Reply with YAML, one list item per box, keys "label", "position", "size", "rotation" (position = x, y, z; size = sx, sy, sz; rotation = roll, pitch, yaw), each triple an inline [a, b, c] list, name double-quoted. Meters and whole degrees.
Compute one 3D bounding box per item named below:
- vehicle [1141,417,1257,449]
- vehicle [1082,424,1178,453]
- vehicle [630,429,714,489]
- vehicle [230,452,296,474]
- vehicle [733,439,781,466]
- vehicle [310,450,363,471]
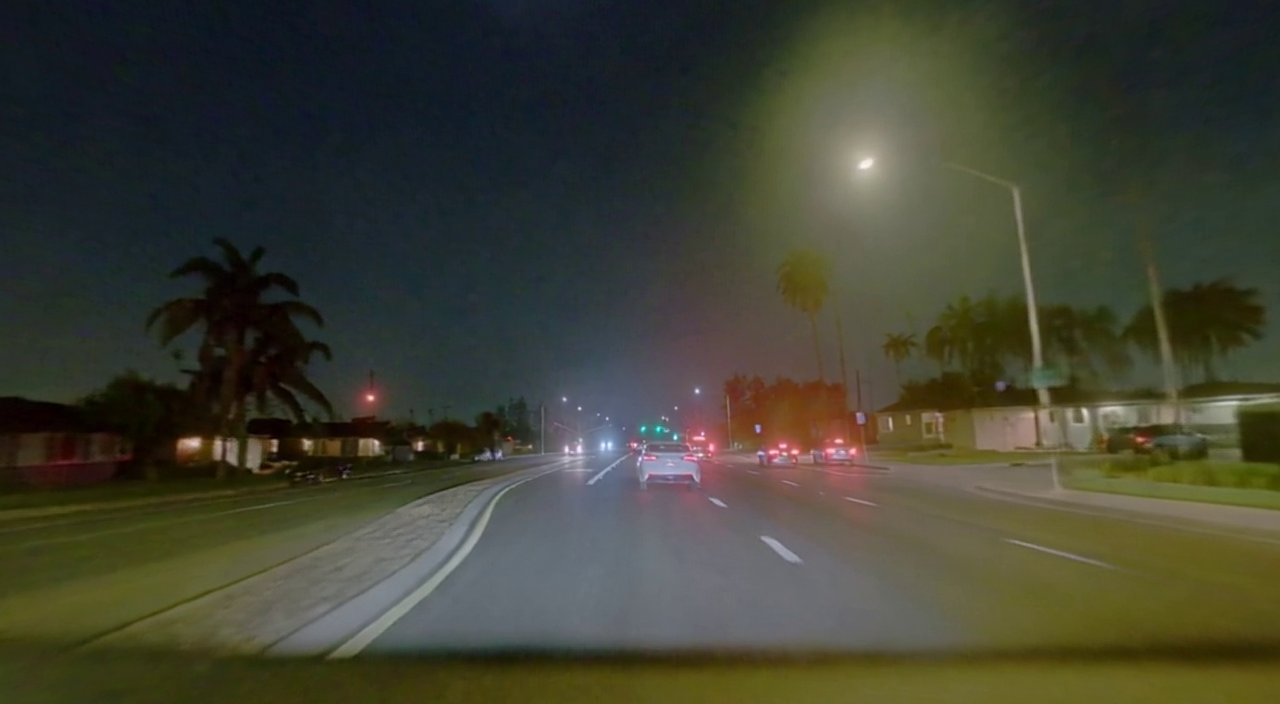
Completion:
- label: "vehicle"
  position: [32.754, 4.831, 37.128]
  size: [1.946, 1.740, 4.813]
  rotation: [1, -9, -10]
- label: "vehicle"
  position: [27.641, 4.933, 35.728]
  size: [1.781, 1.520, 3.979]
  rotation: [2, -9, -13]
- label: "vehicle"
  position: [0.875, 3.316, 19.874]
  size: [2.289, 1.679, 4.180]
  rotation: [0, -8, -2]
- label: "vehicle"
  position: [-26.388, 7.764, 44.350]
  size: [1.813, 1.452, 4.619]
  rotation: [0, -8, 0]
- label: "vehicle"
  position: [6.645, 5.747, 36.230]
  size: [1.897, 1.477, 4.360]
  rotation: [0, -8, -1]
- label: "vehicle"
  position: [-23.400, 8.335, 48.749]
  size: [1.834, 1.499, 4.346]
  rotation: [0, -8, 1]
